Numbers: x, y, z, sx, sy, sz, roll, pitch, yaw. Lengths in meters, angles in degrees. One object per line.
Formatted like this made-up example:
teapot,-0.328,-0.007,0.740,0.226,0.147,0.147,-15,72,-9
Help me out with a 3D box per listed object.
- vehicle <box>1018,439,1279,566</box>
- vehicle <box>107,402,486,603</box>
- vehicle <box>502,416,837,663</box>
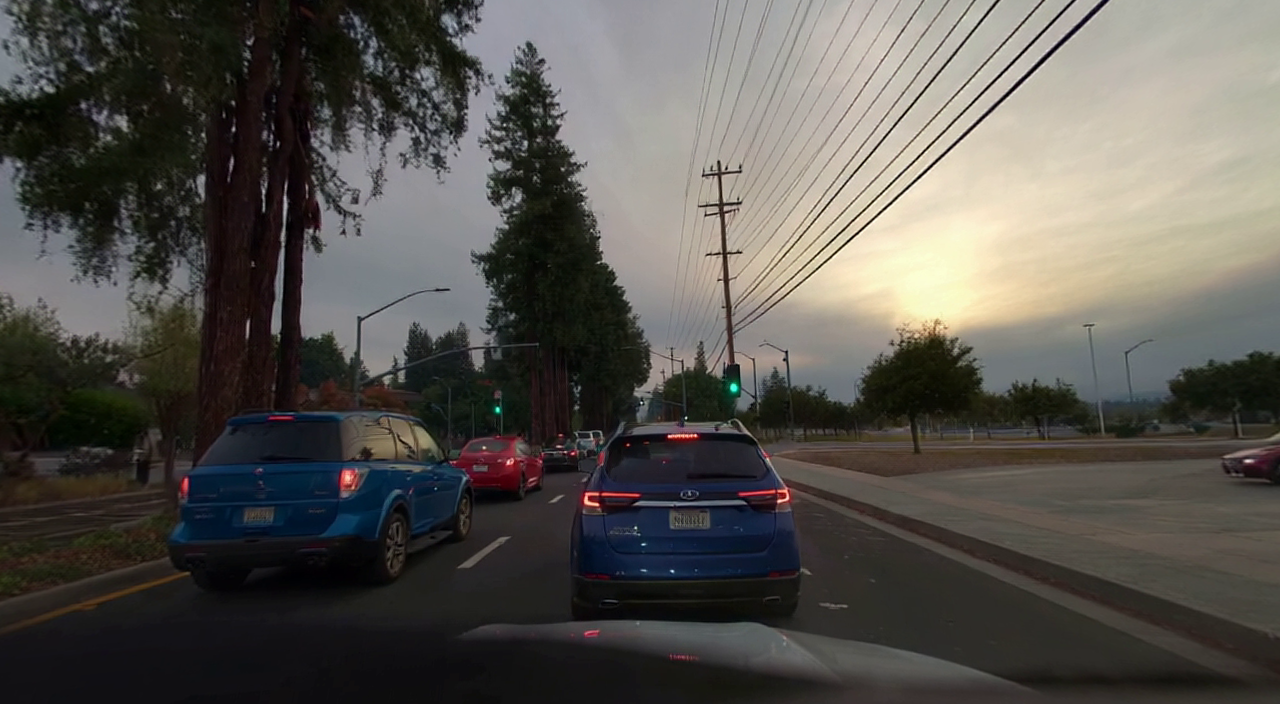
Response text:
vehicle,8.383,2.154,9.926,1.993,1.508,4.521,0,-9,-1
vehicle,-3.470,1.610,7.634,2.105,1.706,4.337,0,-9,0
vehicle,0.116,1.447,5.956,2.056,1.487,4.003,0,-9,-2
